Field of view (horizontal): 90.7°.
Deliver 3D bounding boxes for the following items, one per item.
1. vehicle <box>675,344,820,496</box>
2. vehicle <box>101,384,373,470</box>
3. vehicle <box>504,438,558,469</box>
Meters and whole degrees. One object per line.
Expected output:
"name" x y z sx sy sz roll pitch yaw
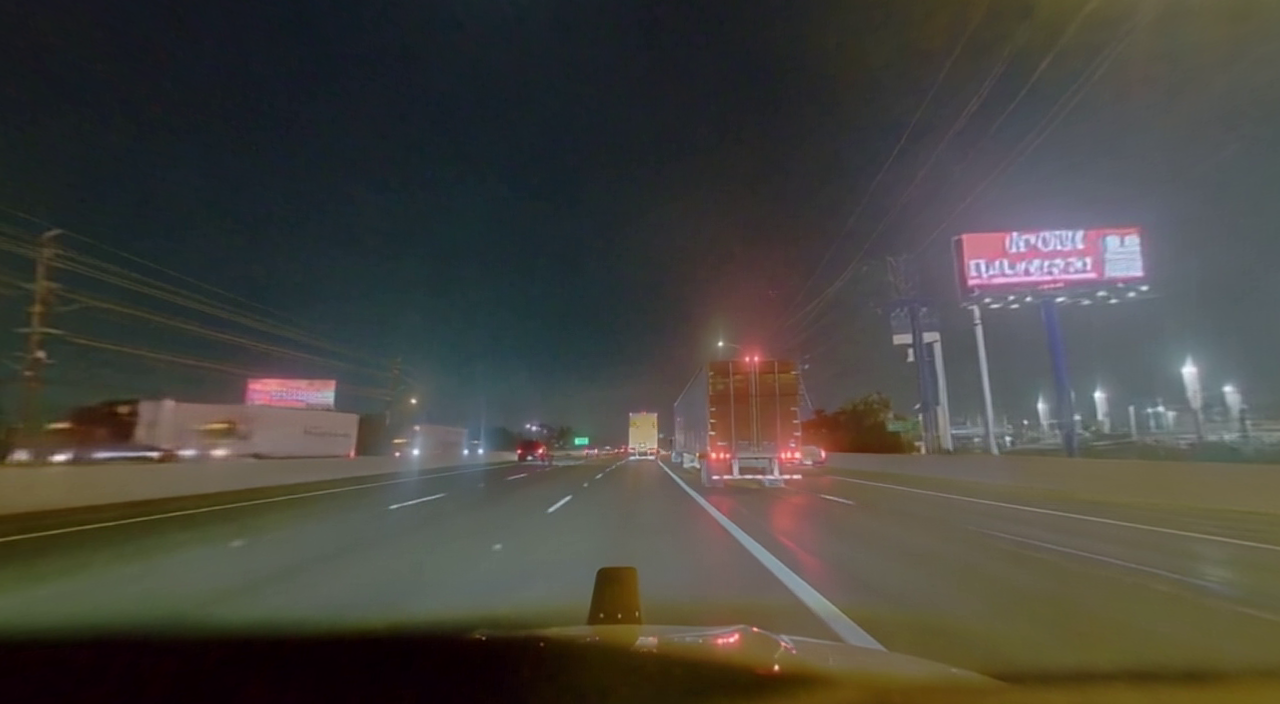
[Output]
"vehicle" 3.378 3.078 25.571 2.892 4.152 16.575 0 -9 0
"vehicle" -20.979 4.675 36.090 2.894 3.626 18.648 0 -9 2
"vehicle" -7.195 6.810 42.471 2.425 1.917 5.647 0 -9 2
